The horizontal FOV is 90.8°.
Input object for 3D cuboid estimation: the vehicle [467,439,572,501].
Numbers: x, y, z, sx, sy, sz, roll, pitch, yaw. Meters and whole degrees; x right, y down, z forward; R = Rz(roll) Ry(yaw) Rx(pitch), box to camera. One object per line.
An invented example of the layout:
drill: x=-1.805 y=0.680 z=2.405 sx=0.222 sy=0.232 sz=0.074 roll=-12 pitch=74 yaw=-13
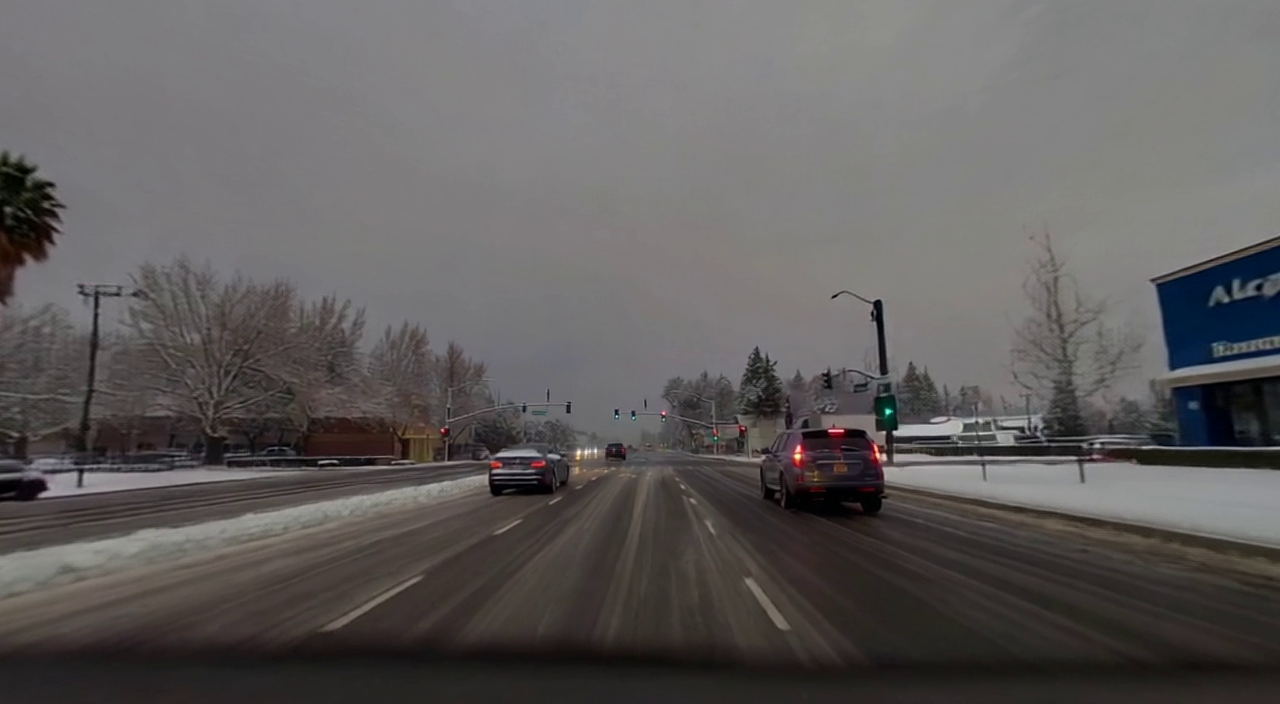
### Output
vehicle: x=-3.183 y=3.199 z=17.582 sx=2.034 sy=1.498 sz=3.995 roll=-1 pitch=-9 yaw=2

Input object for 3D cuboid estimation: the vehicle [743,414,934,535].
vehicle: x=3.213 y=2.093 z=11.290 sx=1.982 sy=1.711 sz=4.276 roll=0 pitch=-9 yaw=0

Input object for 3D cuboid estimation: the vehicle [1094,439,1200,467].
vehicle: x=31.668 y=6.330 z=39.724 sx=1.947 sy=1.539 sz=5.296 roll=-2 pitch=-8 yaw=-4
